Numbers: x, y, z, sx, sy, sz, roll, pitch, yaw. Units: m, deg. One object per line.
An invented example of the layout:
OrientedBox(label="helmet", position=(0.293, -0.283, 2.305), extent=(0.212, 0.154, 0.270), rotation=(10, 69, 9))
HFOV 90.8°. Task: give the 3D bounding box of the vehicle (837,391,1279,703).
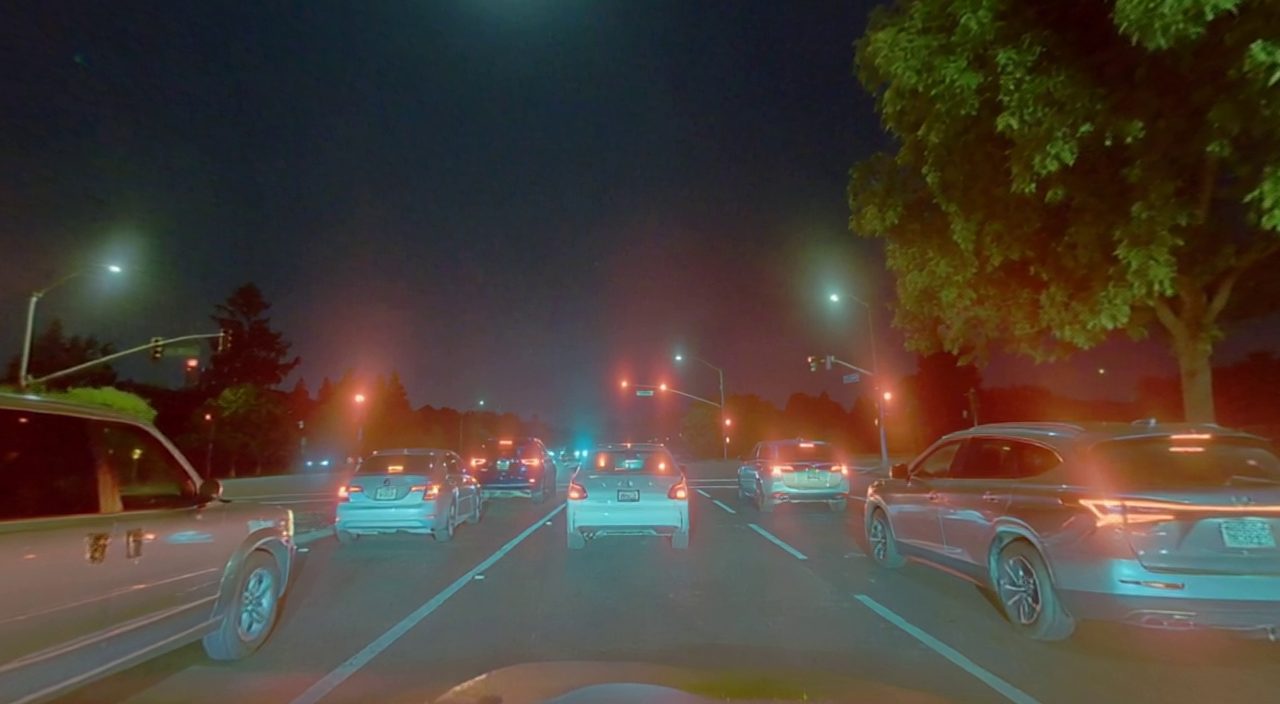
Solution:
OrientedBox(label="vehicle", position=(3.405, 1.309, 5.422), extent=(1.933, 1.564, 4.600), rotation=(0, -8, 0))

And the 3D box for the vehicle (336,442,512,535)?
OrientedBox(label="vehicle", position=(-3.907, 2.511, 12.337), extent=(1.919, 1.459, 4.371), rotation=(0, -8, -1))

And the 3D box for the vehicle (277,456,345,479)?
OrientedBox(label="vehicle", position=(-25.275, 8.865, 48.631), extent=(4.310, 1.674, 1.937), rotation=(-2, -9, 12))

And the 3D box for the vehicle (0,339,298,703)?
OrientedBox(label="vehicle", position=(-3.641, 0.836, 2.551), extent=(2.047, 1.764, 4.369), rotation=(0, -8, 0))

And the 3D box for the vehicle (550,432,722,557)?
OrientedBox(label="vehicle", position=(-0.061, 2.003, 9.595), extent=(2.061, 1.470, 3.970), rotation=(0, -8, 0))

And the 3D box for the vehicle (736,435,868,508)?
OrientedBox(label="vehicle", position=(3.667, 2.779, 15.242), extent=(1.922, 1.472, 4.440), rotation=(0, -8, -1))
